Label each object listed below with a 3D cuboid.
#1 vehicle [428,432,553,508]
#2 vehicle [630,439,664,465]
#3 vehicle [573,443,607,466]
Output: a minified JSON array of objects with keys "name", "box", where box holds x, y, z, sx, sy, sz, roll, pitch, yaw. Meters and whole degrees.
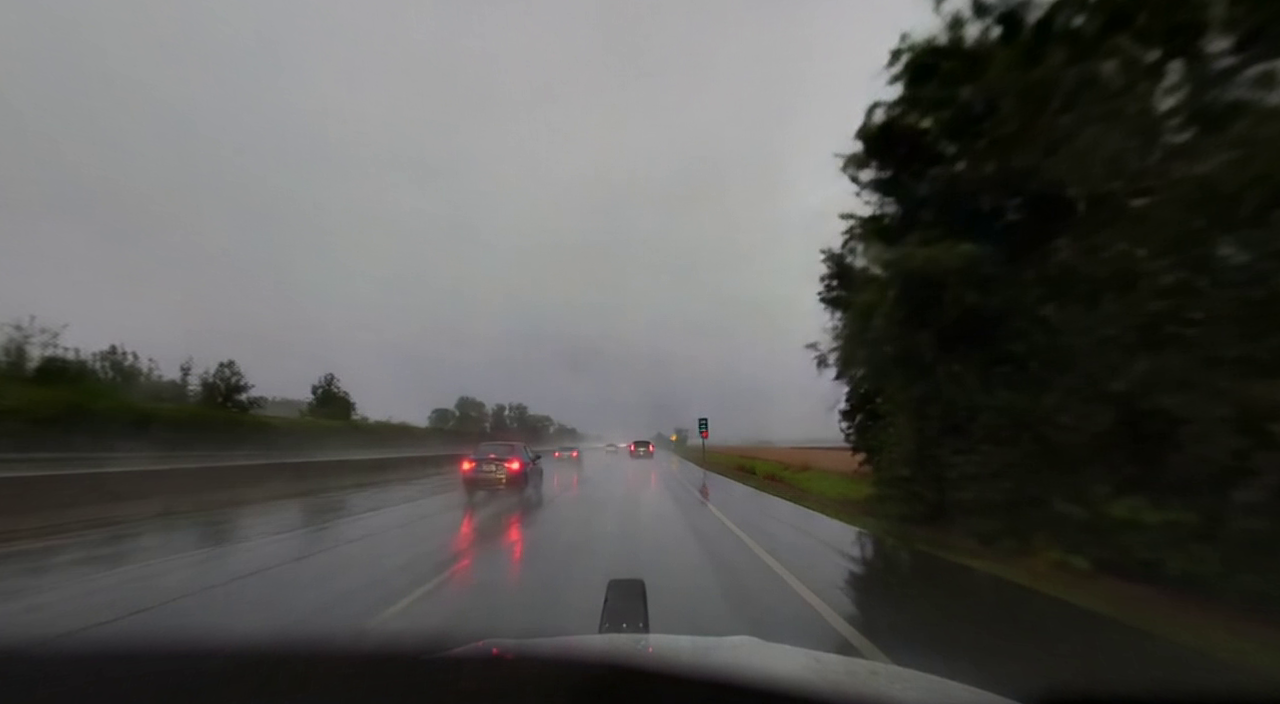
[{"name":"vehicle","box":[-3.604,2.923,16.120,2.028,1.634,4.441,0,-8,1]},{"name":"vehicle","box":[0.448,7.096,44.800,2.259,1.697,4.106,0,-8,-1]},{"name":"vehicle","box":[-3.485,7.202,44.435,2.066,1.497,4.253,0,-8,0]}]
